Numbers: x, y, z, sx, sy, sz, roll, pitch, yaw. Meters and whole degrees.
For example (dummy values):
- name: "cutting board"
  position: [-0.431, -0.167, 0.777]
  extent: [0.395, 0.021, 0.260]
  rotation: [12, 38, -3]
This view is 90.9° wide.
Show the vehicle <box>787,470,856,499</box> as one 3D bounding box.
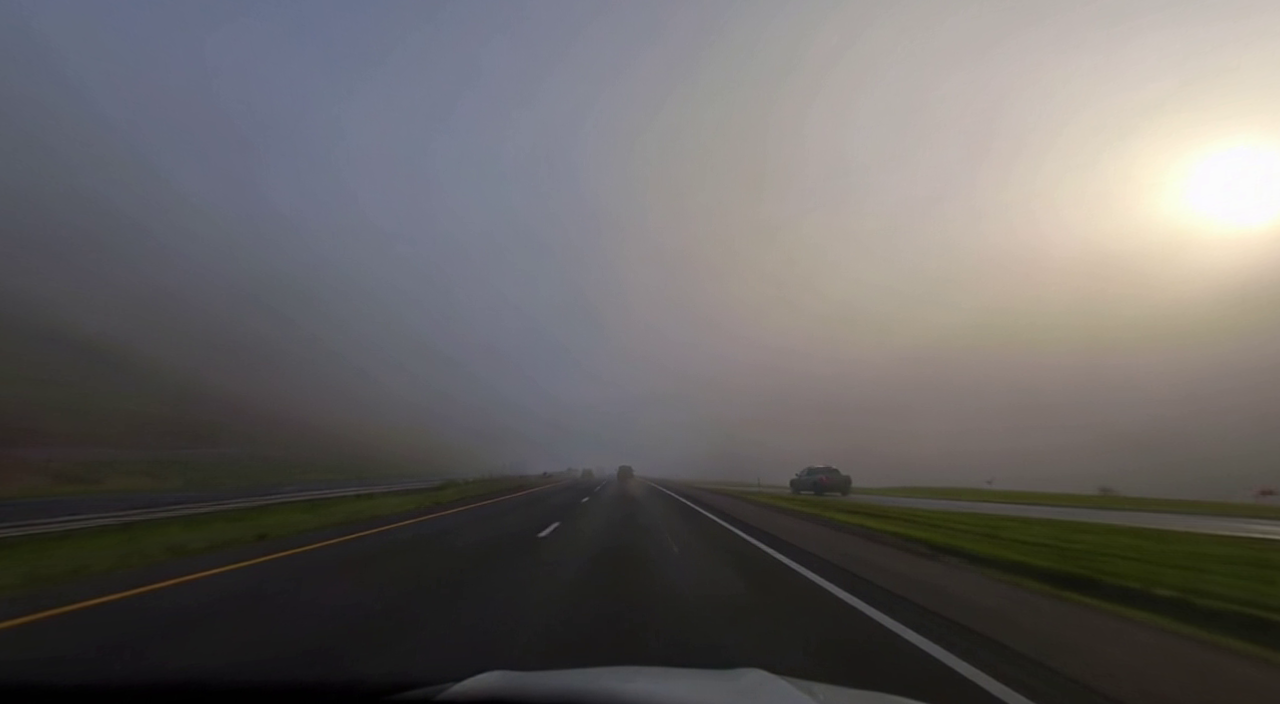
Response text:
- name: "vehicle"
  position: [11.677, 8.561, 40.934]
  extent: [2.089, 1.770, 4.571]
  rotation: [4, -11, -17]
